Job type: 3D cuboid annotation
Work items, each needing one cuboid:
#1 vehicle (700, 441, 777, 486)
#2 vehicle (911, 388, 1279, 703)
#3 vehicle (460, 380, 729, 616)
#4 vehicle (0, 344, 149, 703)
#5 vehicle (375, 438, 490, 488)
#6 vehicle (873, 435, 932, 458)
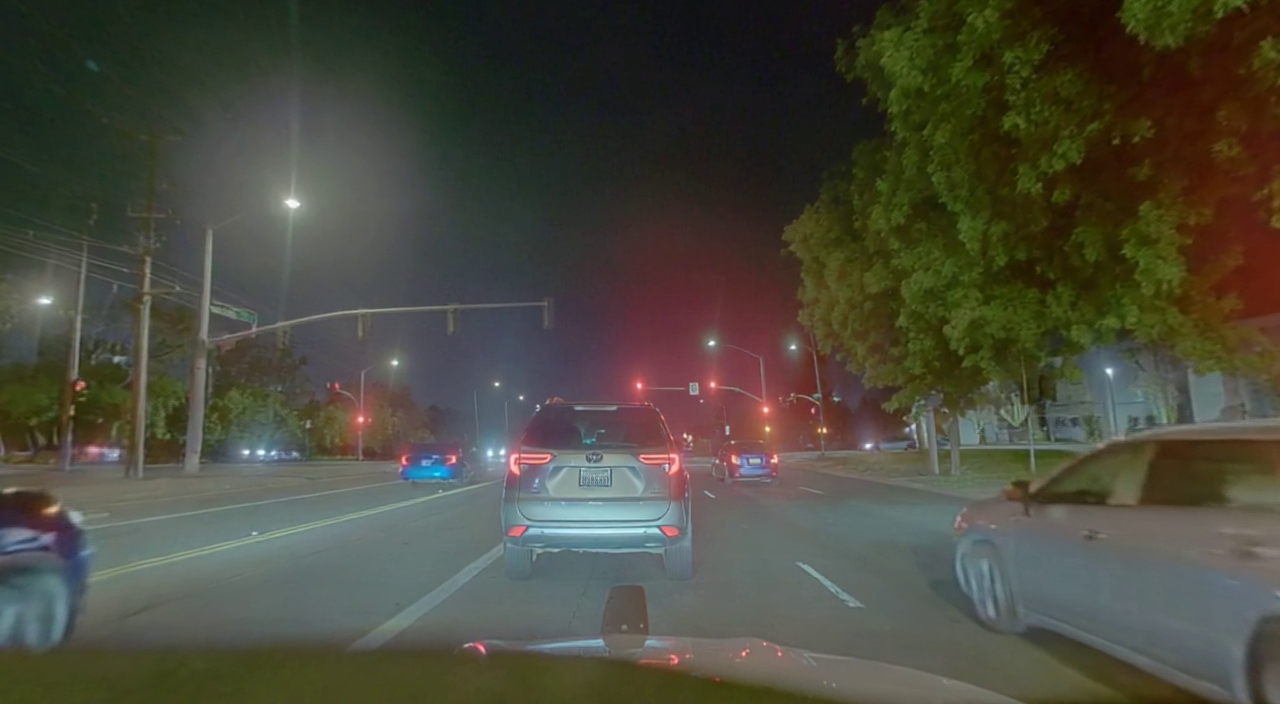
[{"bbox_3d":[3.369,3.896,22.390,2.104,1.441,4.240,0,-8,1],"label":"vehicle"},{"bbox_3d":[3.340,1.010,3.093,2.121,1.494,4.208,0,-8,0],"label":"vehicle"},{"bbox_3d":[-0.341,1.440,7.099,2.064,1.817,4.298,0,-8,0],"label":"vehicle"},{"bbox_3d":[-3.679,0.570,0.958,2.160,1.666,4.583,0,-8,0],"label":"vehicle"},{"bbox_3d":[-6.828,3.707,21.414,2.060,1.473,4.950,0,-8,2],"label":"vehicle"},{"bbox_3d":[19.981,7.199,47.910,4.361,1.653,2.034,6,-10,-35],"label":"vehicle"}]
